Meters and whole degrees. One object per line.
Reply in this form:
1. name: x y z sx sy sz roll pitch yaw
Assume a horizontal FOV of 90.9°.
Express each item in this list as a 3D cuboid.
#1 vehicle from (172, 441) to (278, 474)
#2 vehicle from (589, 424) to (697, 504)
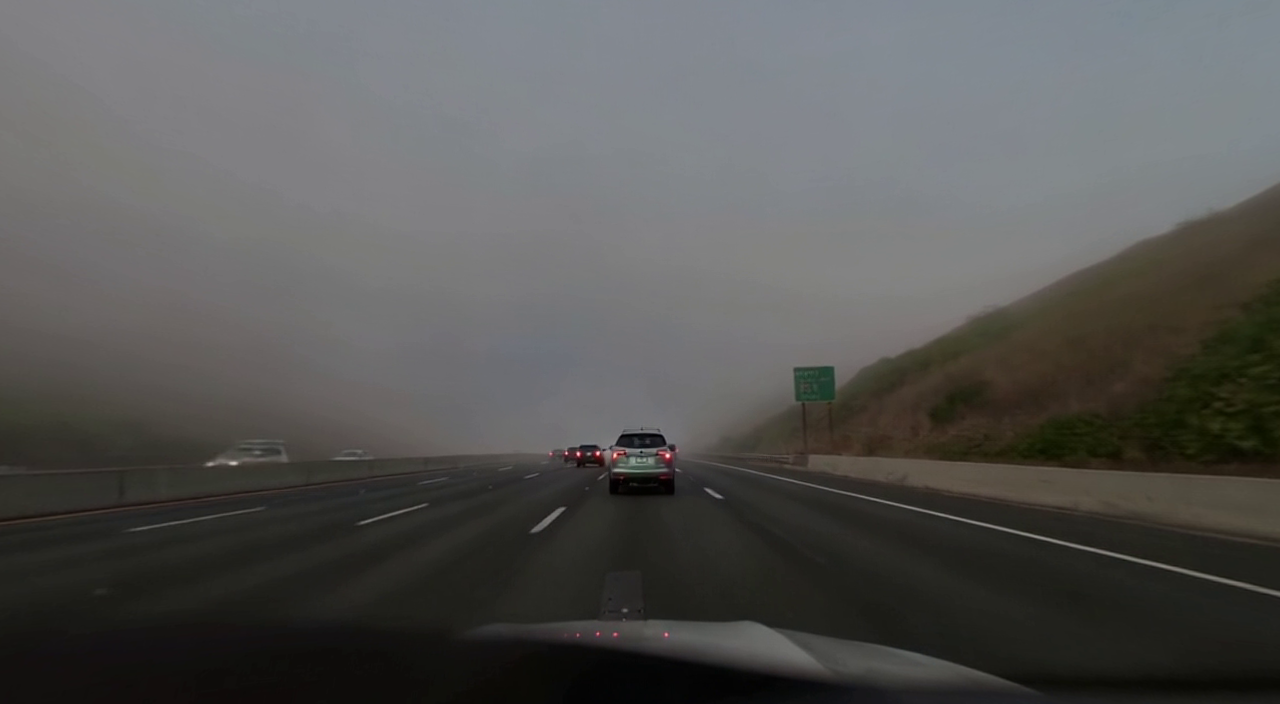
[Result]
1. vehicle: -24.509 6.253 37.654 2.257 1.773 5.915 0 -9 1
2. vehicle: 0.092 2.892 16.597 2.447 1.804 4.273 0 -9 1
